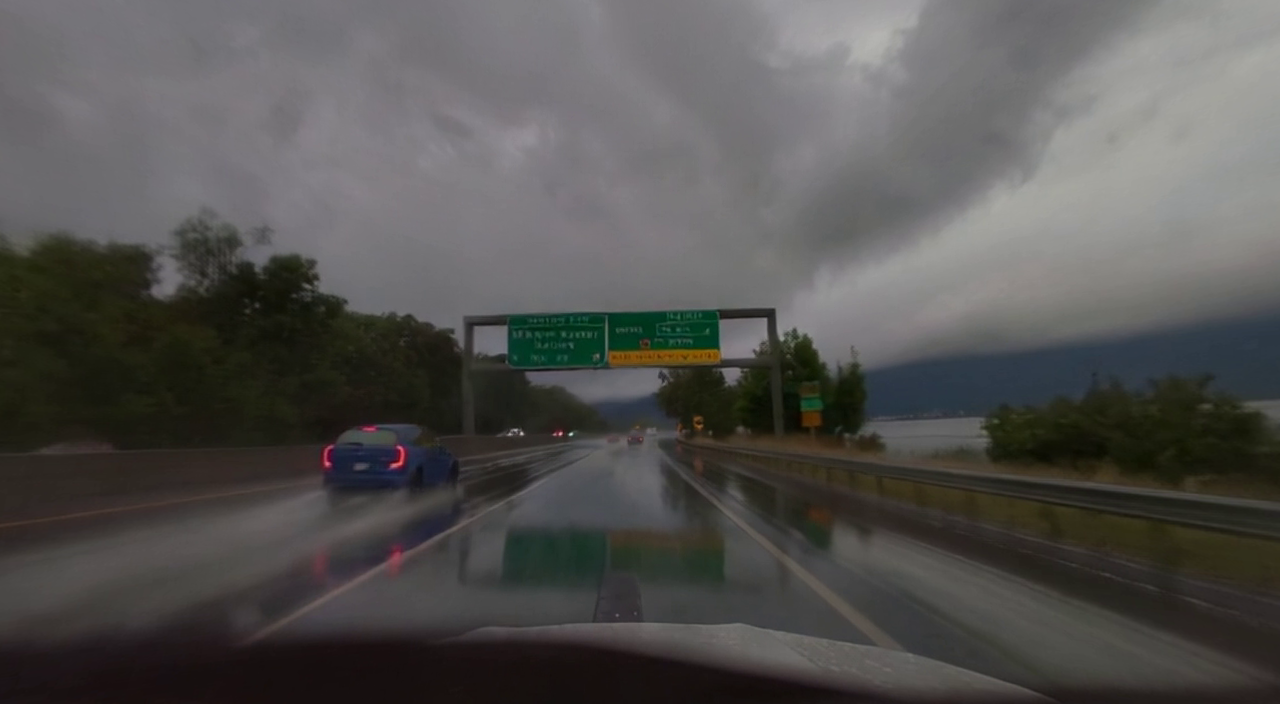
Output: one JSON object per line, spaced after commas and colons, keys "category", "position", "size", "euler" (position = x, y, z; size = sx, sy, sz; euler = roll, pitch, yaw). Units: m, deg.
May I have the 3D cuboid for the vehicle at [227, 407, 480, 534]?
{"category": "vehicle", "position": [-4.273, 1.822, 10.427], "size": [2.052, 1.626, 4.514], "euler": [0, -8, 0]}
